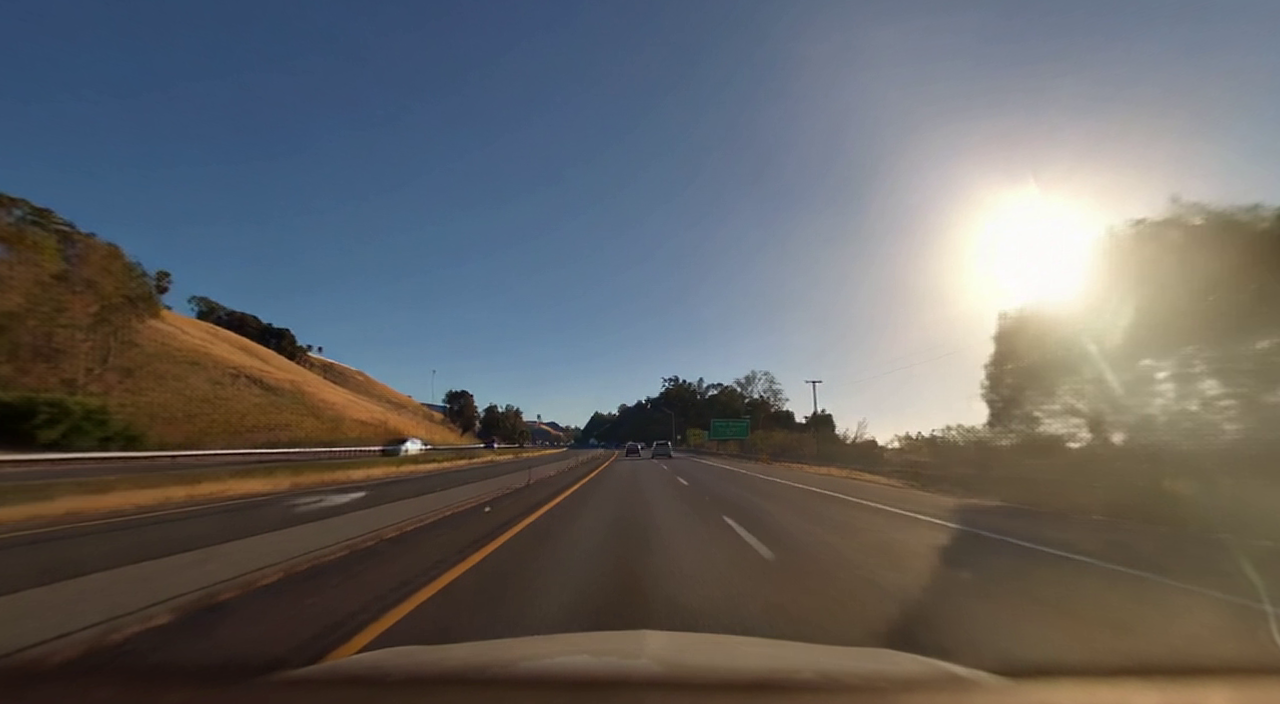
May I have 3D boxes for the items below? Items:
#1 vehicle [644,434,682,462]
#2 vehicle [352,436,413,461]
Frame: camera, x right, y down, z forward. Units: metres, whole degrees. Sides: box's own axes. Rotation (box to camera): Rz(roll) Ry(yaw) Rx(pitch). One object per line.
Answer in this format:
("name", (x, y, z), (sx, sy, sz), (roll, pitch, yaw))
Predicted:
("vehicle", (1.615, 7.053, 46.232), (2.431, 1.916, 4.808), (0, -8, -3))
("vehicle", (-16.583, 6.233, 40.894), (1.973, 1.511, 4.754), (0, -8, 0))
